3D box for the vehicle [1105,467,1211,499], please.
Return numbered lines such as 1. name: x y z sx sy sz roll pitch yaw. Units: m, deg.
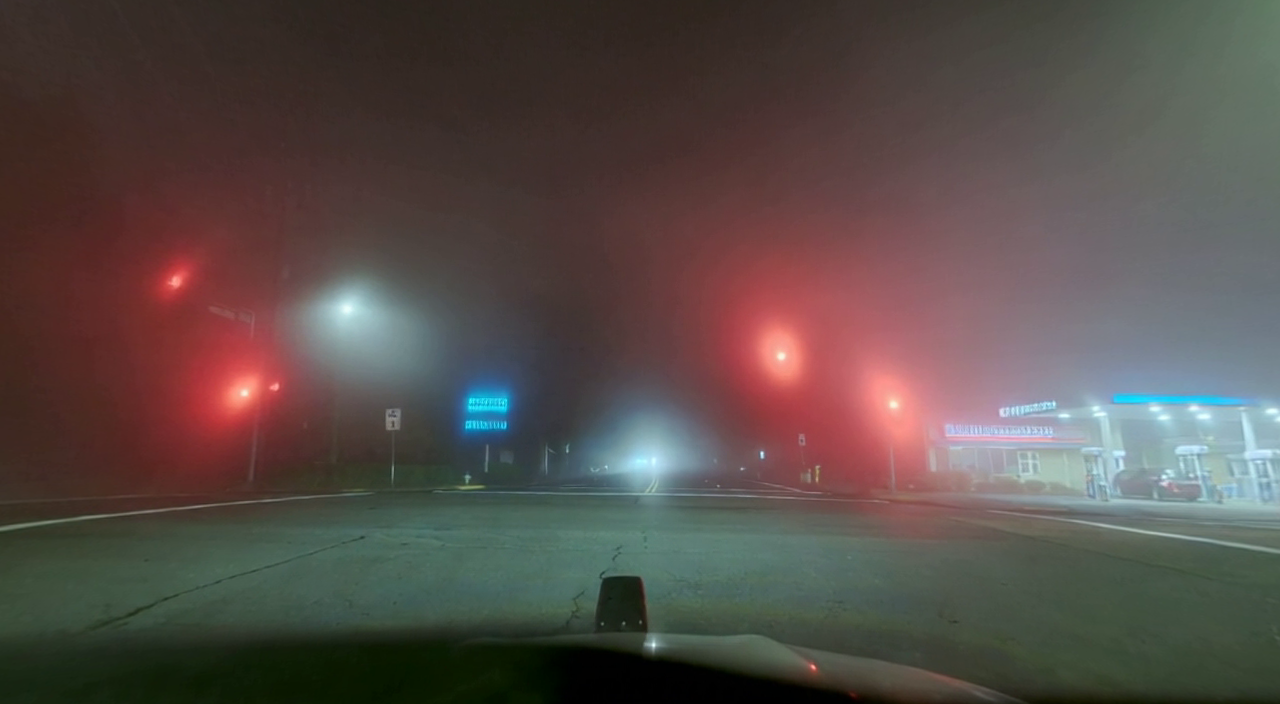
1. vehicle: 28.026 7.065 34.305 1.897 1.466 4.211 1 -8 -6
